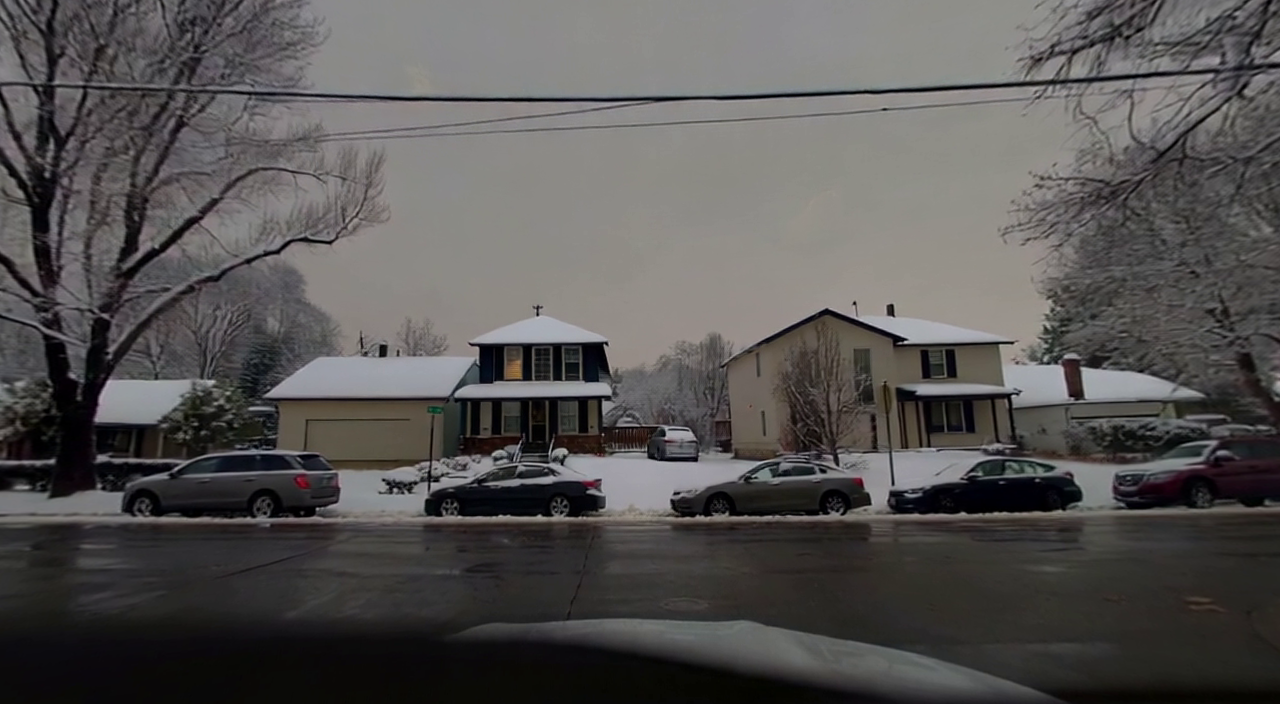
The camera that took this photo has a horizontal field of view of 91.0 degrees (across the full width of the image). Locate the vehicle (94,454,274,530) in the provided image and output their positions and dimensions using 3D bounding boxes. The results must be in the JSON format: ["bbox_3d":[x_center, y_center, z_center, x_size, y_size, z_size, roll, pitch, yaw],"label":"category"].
[{"bbox_3d":[-11.627,3.543,16.464,1.827,1.648,4.030,1,-9,-4],"label":"vehicle"}]

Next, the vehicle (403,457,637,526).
[{"bbox_3d":[-2.607,3.211,14.680,5.075,1.436,1.863,0,-8,0],"label":"vehicle"}]

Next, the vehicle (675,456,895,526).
[{"bbox_3d":[3.184,3.170,14.594,4.663,1.452,1.801,0,-8,0],"label":"vehicle"}]

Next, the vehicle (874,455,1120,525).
[{"bbox_3d":[8.324,3.205,14.942,4.785,1.471,1.798,1,-8,-4],"label":"vehicle"}]

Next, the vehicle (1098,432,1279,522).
[{"bbox_3d":[14.495,2.992,15.459,4.513,1.970,2.512,0,-8,-4],"label":"vehicle"}]

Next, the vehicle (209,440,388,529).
[{"bbox_3d":[-8.636,3.335,16.540,2.046,1.969,4.585,0,-9,1],"label":"vehicle"}]

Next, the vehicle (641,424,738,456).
[{"bbox_3d":[2.349,4.325,30.928,4.565,1.479,1.775,0,-9,-2],"label":"vehicle"}]
